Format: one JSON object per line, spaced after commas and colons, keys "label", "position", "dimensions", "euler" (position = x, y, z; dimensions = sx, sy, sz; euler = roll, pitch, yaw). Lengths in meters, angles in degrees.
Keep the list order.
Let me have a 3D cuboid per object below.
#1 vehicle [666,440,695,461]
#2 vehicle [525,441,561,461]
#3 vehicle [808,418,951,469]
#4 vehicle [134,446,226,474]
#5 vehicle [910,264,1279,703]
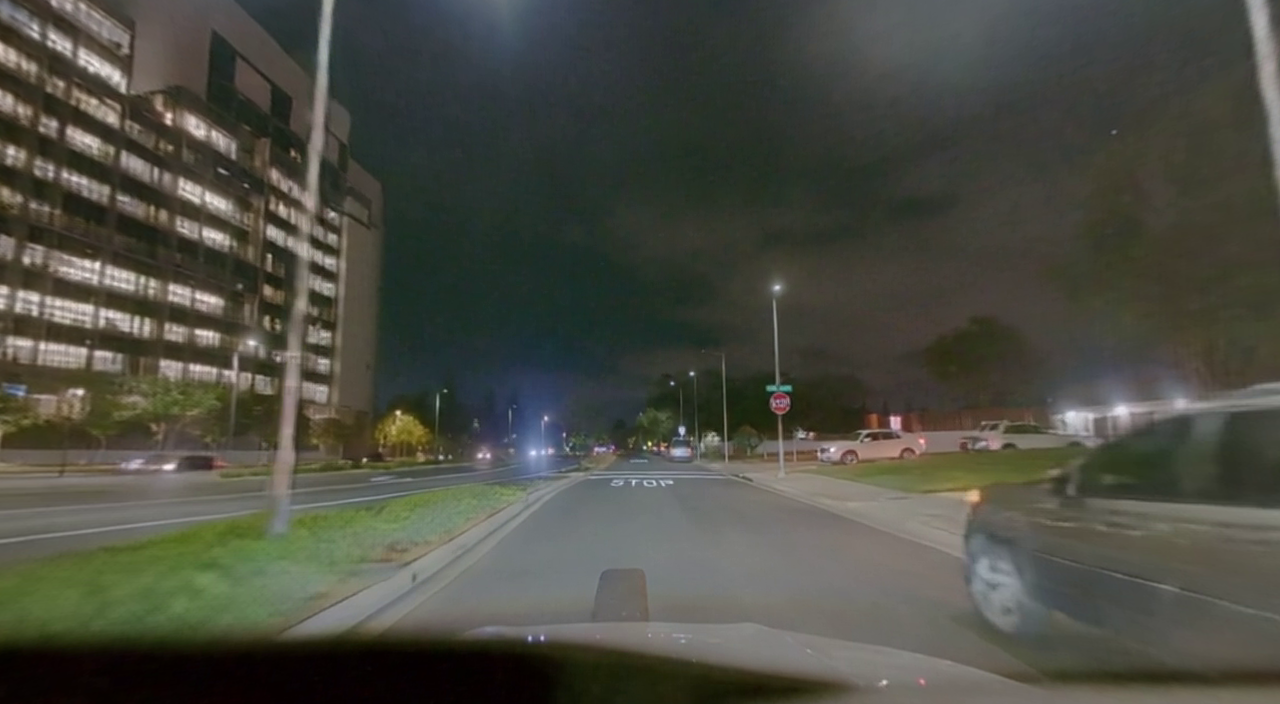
{"label": "vehicle", "position": [2.995, 7.430, 47.584], "dimensions": [1.990, 1.508, 4.123], "euler": [0, -9, 1]}
{"label": "vehicle", "position": [-7.579, 7.781, 49.492], "dimensions": [2.024, 1.532, 3.863], "euler": [-1, -9, 4]}
{"label": "vehicle", "position": [9.652, 3.735, 25.731], "dimensions": [4.823, 1.667, 2.165], "euler": [-4, -9, 0]}
{"label": "vehicle", "position": [-26.231, 6.140, 36.158], "dimensions": [1.811, 1.467, 4.508], "euler": [0, -9, 1]}
{"label": "vehicle", "position": [3.066, 0.721, 2.448], "dimensions": [2.067, 1.846, 4.384], "euler": [0, -9, 0]}
